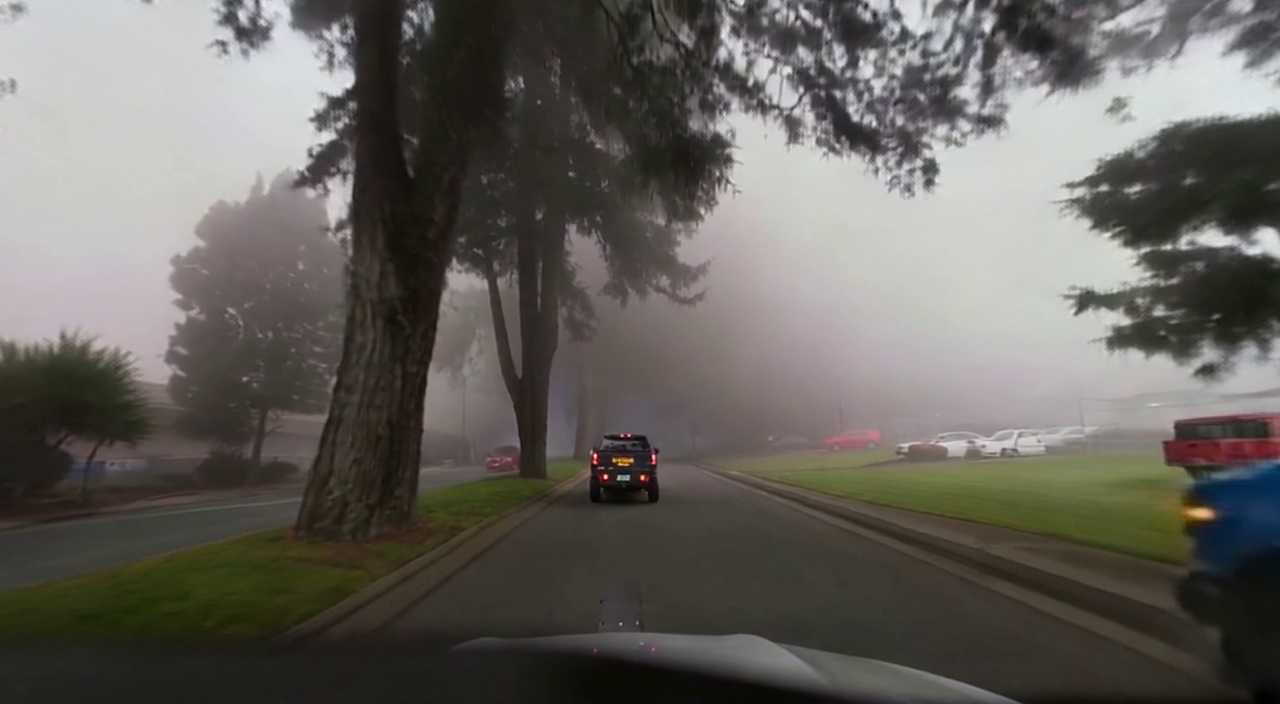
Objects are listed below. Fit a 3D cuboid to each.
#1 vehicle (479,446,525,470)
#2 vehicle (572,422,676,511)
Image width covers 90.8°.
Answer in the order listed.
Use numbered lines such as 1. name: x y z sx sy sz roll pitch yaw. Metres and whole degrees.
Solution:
1. vehicle: -8.989 6.932 41.527 2.027 1.493 4.707 0 -8 -1
2. vehicle: -0.389 2.806 16.080 2.157 1.816 5.804 0 -8 -1
